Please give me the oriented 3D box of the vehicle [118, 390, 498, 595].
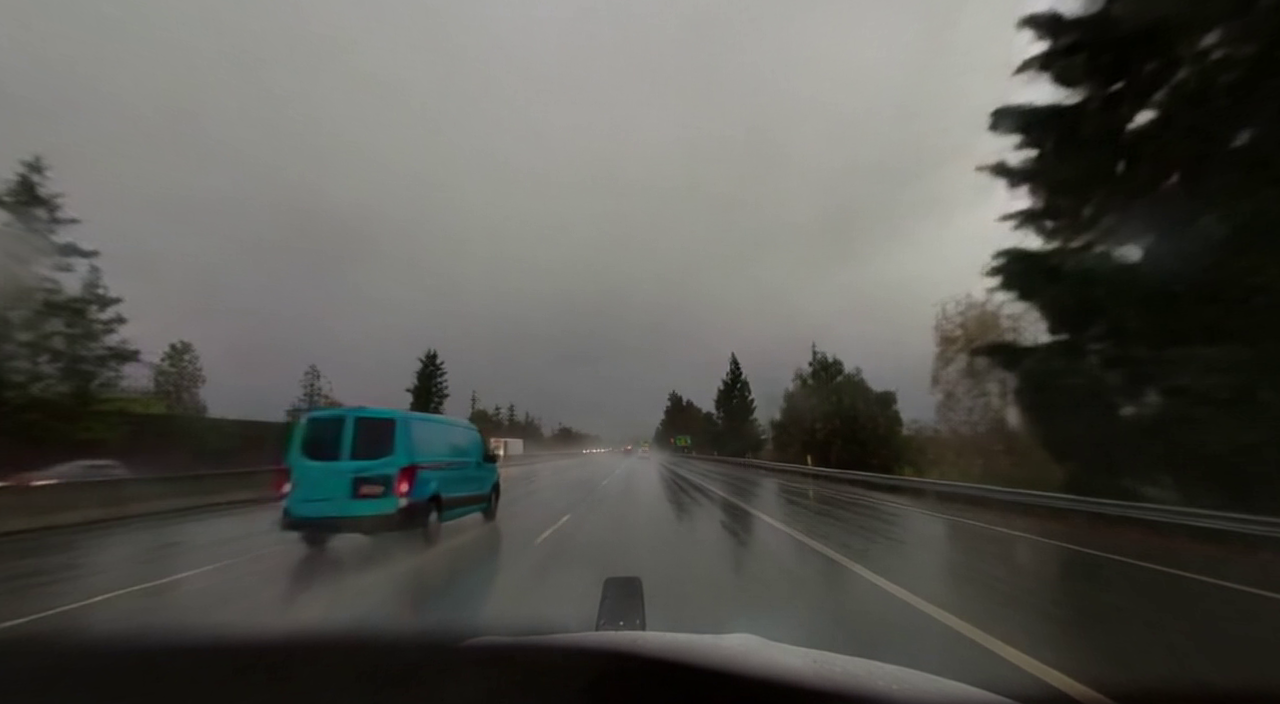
[{"bbox_3d":[-3.824,1.774,8.875,2.349,1.973,5.419,0,-9,0],"label":"vehicle"}]
